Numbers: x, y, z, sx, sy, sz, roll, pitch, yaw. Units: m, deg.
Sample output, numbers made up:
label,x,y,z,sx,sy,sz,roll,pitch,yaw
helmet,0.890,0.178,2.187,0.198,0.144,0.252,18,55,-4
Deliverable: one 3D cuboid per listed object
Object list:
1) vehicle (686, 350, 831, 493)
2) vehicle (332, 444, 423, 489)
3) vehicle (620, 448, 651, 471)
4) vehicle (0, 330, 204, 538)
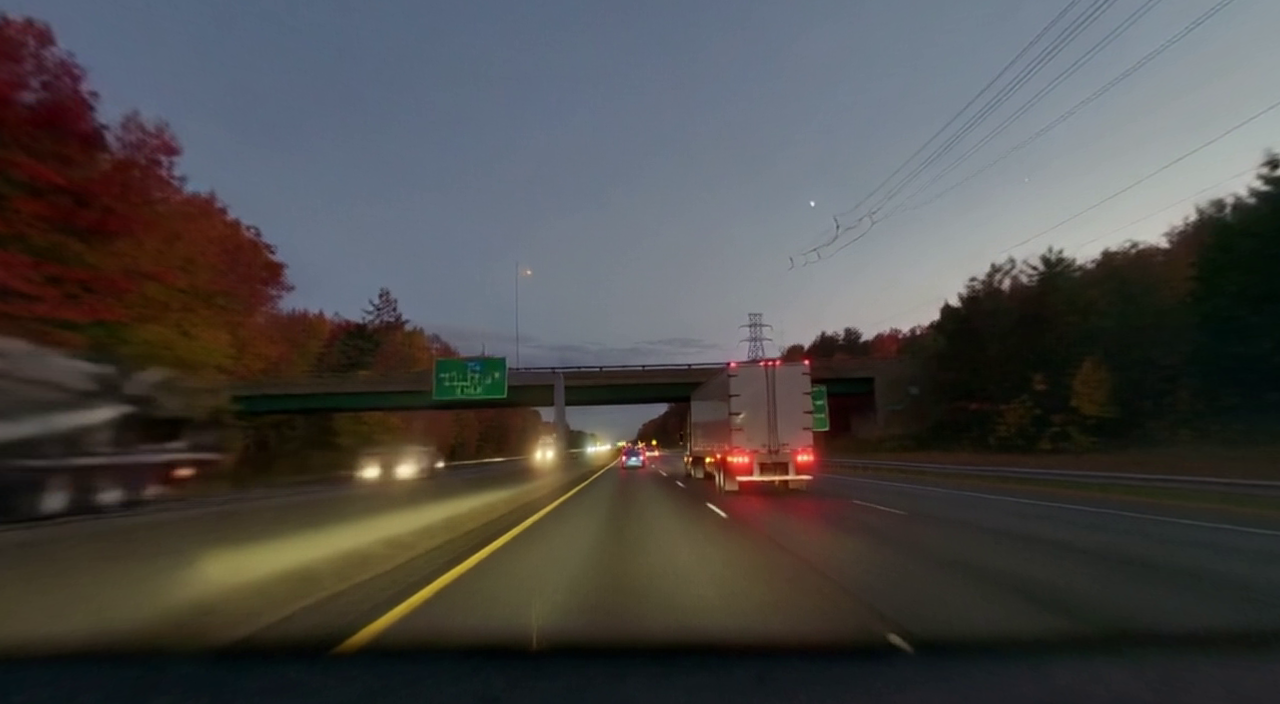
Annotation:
label,x,y,z,sx,sy,sz,roll,pitch,yaw
vehicle,4.069,3.184,26.058,2.956,4.281,14.327,0,-9,-1
vehicle,-9.699,4.251,23.490,1.800,1.490,3.879,0,-9,-1
vehicle,-0.328,7.208,42.211,1.961,1.454,3.755,0,-9,-1
vehicle,-13.913,1.447,11.162,2.929,3.987,13.304,0,-9,-1
